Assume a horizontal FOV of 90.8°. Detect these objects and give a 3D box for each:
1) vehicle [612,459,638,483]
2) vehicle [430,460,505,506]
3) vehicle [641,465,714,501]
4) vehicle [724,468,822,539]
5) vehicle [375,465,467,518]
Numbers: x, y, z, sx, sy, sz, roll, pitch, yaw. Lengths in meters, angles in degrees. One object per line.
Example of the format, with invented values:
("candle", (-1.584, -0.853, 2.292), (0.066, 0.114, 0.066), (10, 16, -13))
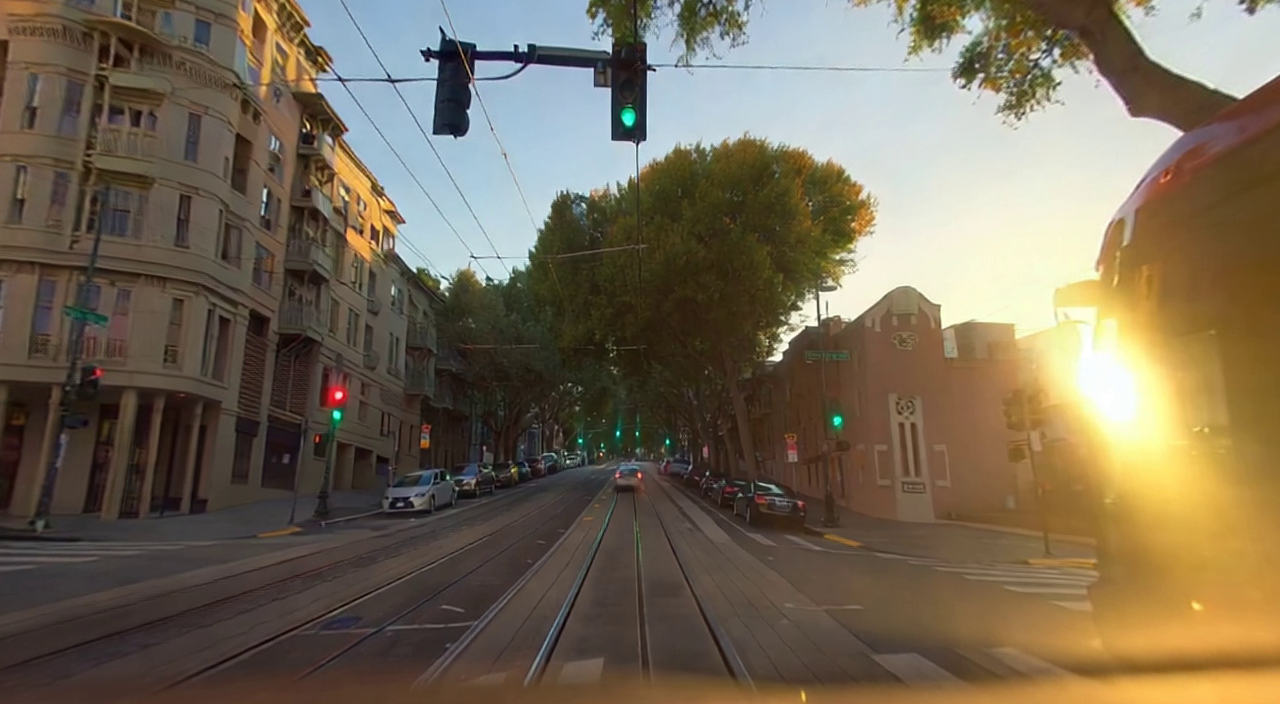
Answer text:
("vehicle", (-1.113, 9.014, 48.034), (1.966, 1.600, 3.494), (0, -8, 0))
("vehicle", (-7.415, 5.657, 27.651), (1.861, 1.751, 4.550), (1, -9, 2))
("vehicle", (1.816, 6.519, 31.719), (1.984, 1.571, 3.404), (6, -10, -33))
("vehicle", (3.843, 4.450, 19.093), (1.929, 1.723, 4.134), (0, -8, -2))
("vehicle", (-7.432, 4.853, 21.878), (1.779, 1.588, 3.953), (2, -13, -2))
